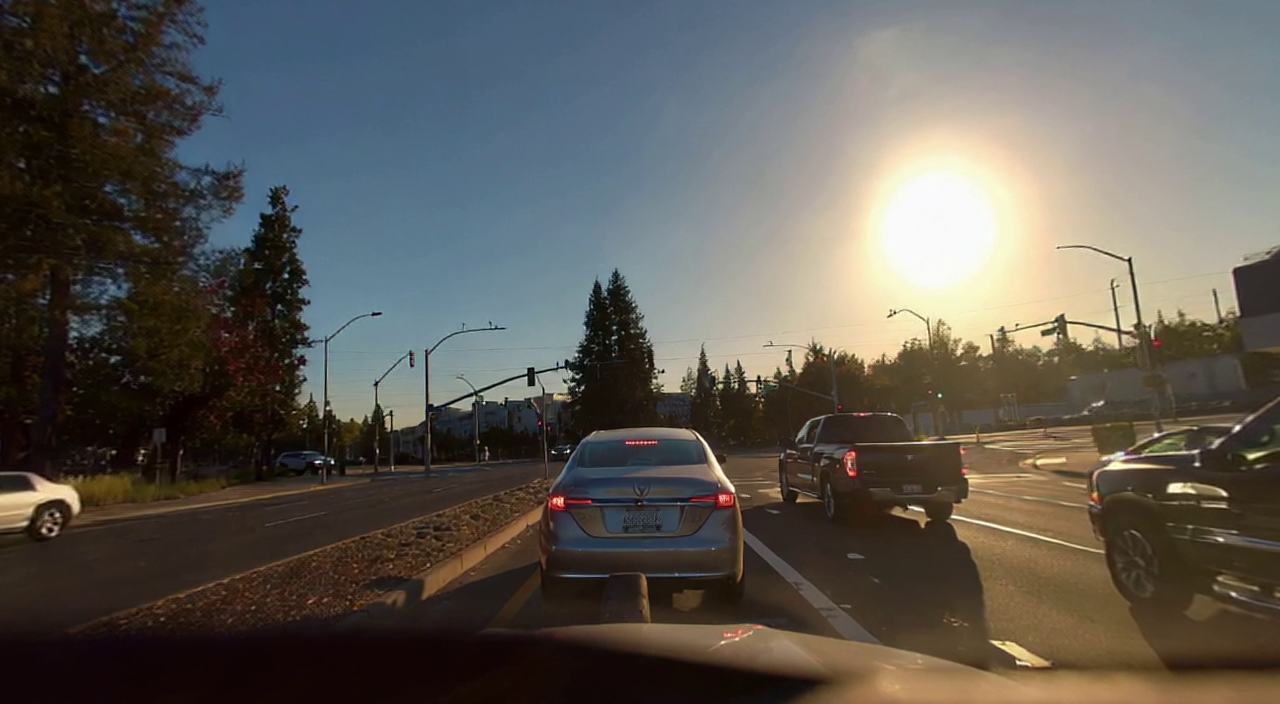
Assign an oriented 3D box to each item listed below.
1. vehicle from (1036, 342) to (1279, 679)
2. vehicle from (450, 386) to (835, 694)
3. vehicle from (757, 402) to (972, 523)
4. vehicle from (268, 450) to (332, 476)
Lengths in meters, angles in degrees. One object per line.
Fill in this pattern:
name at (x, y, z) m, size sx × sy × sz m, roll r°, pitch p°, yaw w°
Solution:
vehicle at (4.461, 0.809, 3.125) m, size 2.019 × 1.803 × 4.634 m, roll -1°, pitch -8°, yaw 1°
vehicle at (-0.017, 1.324, 5.539) m, size 2.116 × 1.677 × 3.948 m, roll 0°, pitch -8°, yaw -1°
vehicle at (4.171, 2.209, 13.120) m, size 2.319 × 1.930 × 5.651 m, roll 0°, pitch -8°, yaw -1°
vehicle at (-24.063, 7.843, 44.822) m, size 1.798 × 1.706 × 4.385 m, roll -1°, pitch -8°, yaw 6°
